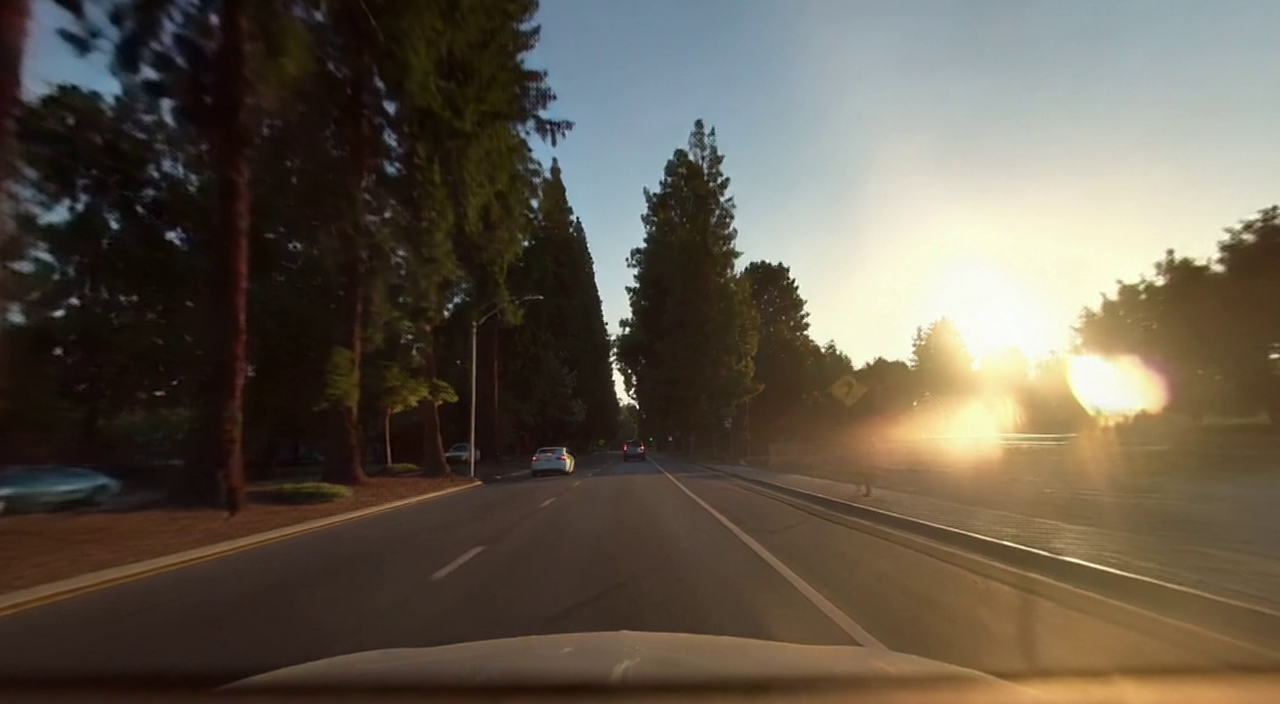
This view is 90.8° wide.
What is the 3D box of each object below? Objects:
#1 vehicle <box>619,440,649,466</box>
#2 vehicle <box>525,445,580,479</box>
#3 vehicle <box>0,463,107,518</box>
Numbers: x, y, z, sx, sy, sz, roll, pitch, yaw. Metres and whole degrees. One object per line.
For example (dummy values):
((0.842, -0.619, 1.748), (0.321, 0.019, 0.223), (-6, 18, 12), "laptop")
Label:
((-0.436, 7.283, 45.738), (2.018, 1.769, 3.897), (0, -8, -1), "vehicle")
((-3.942, 5.006, 29.056), (1.917, 1.448, 4.178), (0, -8, 0), "vehicle")
((-19.920, 4.362, 20.082), (1.872, 1.479, 4.643), (0, -8, 0), "vehicle")
